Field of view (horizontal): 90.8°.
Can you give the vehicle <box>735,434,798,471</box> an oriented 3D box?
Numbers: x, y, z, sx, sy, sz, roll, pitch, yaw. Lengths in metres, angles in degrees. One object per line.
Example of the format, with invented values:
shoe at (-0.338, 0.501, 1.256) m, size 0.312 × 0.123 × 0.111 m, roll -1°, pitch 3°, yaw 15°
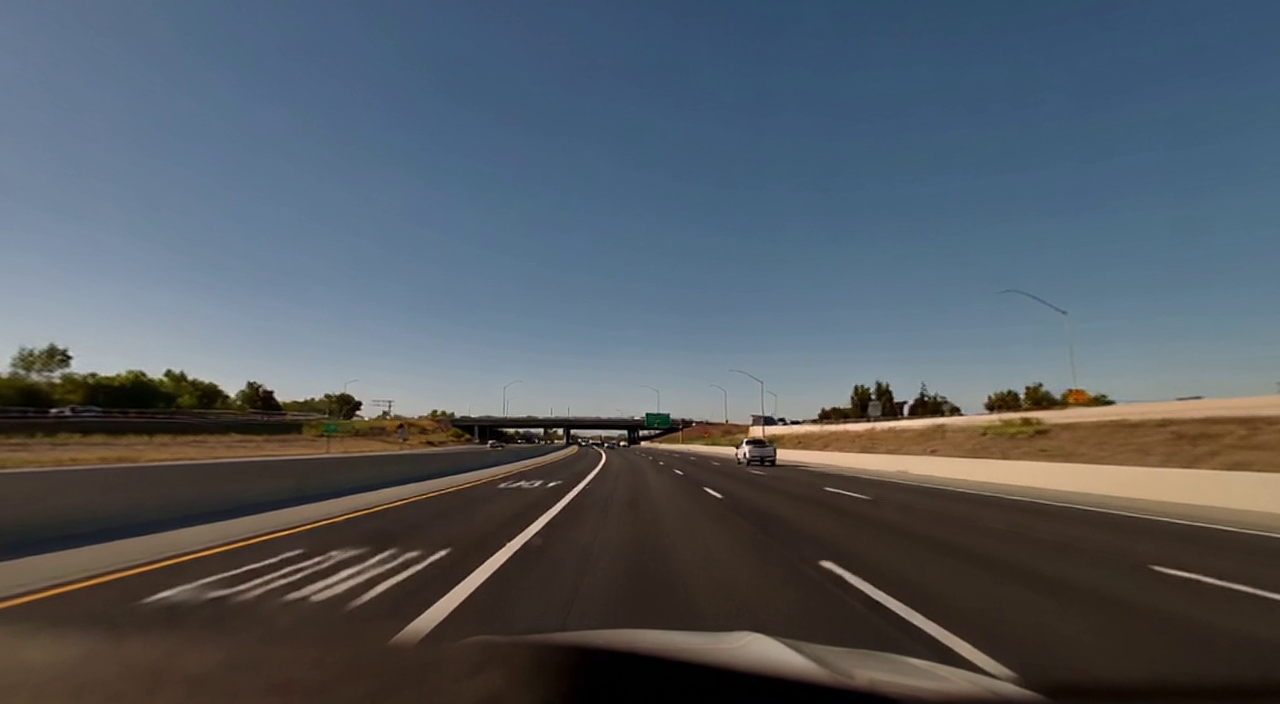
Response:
vehicle at (6.303, 5.090, 32.056) m, size 2.104 × 1.723 × 4.538 m, roll 0°, pitch -8°, yaw -2°
